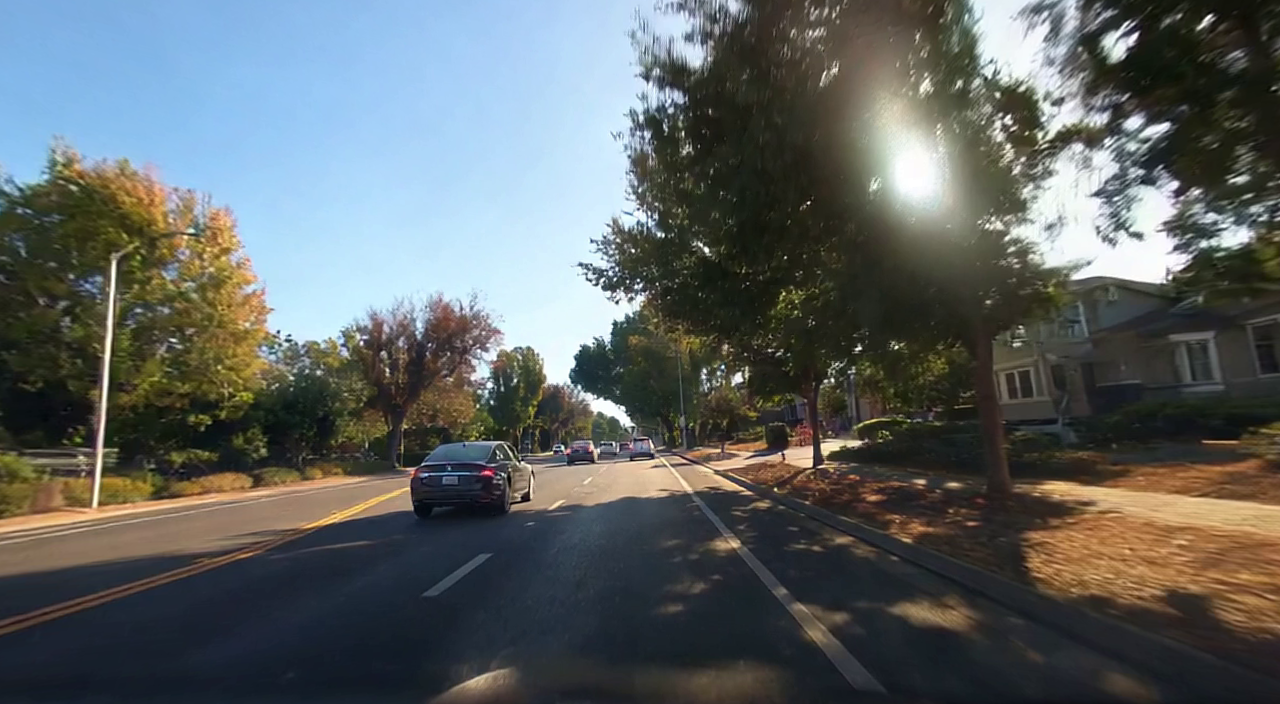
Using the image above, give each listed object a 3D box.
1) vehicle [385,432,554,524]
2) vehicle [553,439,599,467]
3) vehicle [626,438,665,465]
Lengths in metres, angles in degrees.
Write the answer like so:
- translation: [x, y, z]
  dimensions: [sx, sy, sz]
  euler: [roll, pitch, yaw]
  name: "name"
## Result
- translation: [-3.082, 2.373, 12.484]
  dimensions: [2.030, 1.467, 4.403]
  euler: [0, -8, 1]
  name: "vehicle"
- translation: [-3.545, 5.678, 35.624]
  dimensions: [2.114, 1.500, 3.912]
  euler: [0, -8, 1]
  name: "vehicle"
- translation: [0.277, 5.639, 35.822]
  dimensions: [2.065, 1.456, 4.099]
  euler: [0, -8, 0]
  name: "vehicle"
